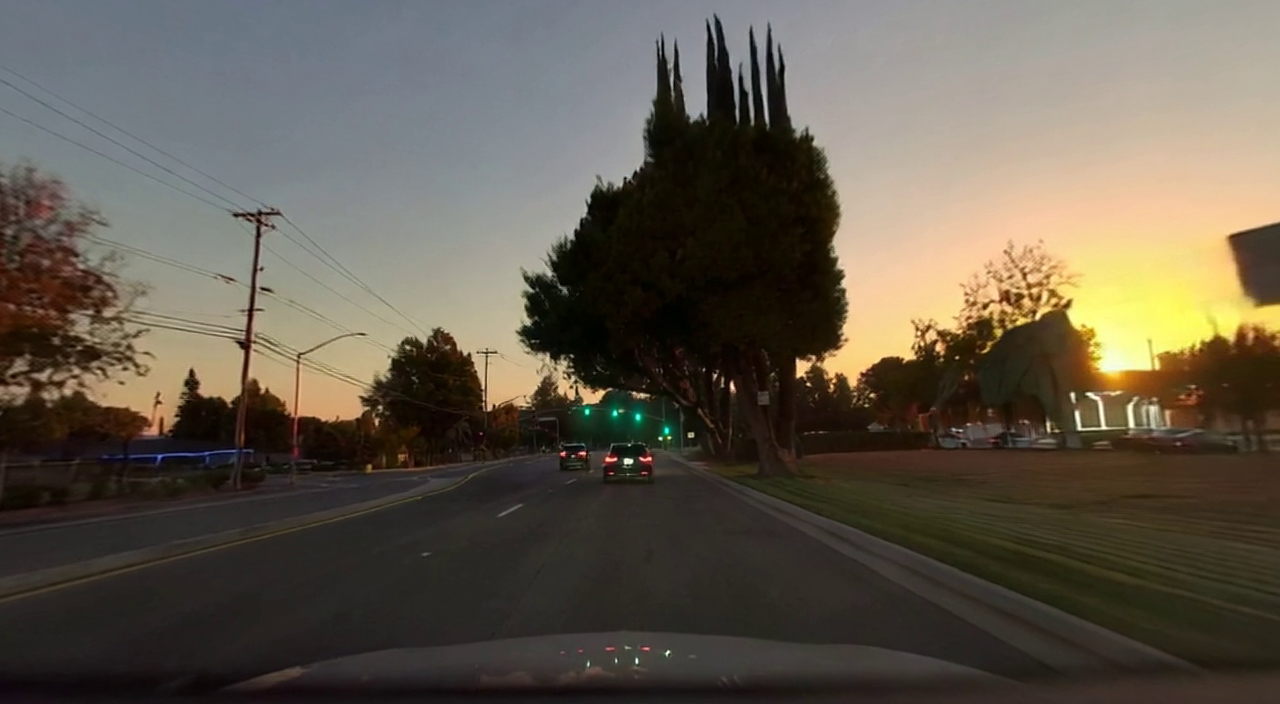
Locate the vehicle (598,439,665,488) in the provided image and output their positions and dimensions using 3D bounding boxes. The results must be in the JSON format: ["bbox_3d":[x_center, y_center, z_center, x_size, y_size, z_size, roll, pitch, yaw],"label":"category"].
[{"bbox_3d":[-0.295,4.067,23.307,2.235,1.597,4.918,0,-9,0],"label":"vehicle"}]

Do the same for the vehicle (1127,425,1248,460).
[{"bbox_3d":[35.535,5.952,41.175,2.609,2.110,5.813,0,-9,-1],"label":"vehicle"}]

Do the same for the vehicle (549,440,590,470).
[{"bbox_3d":[-4.444,6.583,40.457,2.189,1.776,4.342,0,-9,0],"label":"vehicle"}]
